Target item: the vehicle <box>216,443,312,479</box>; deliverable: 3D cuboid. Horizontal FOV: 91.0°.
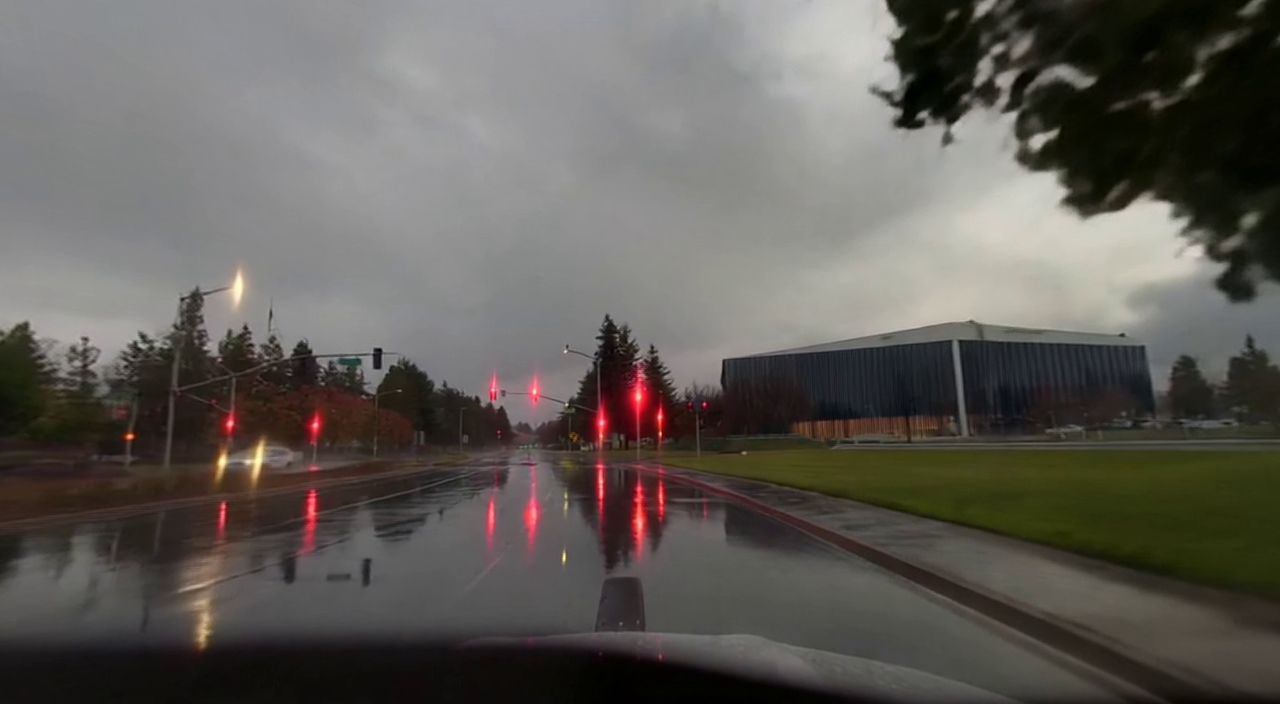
[{"bbox_3d":[-18.440,5.361,31.165,1.870,1.594,4.447,0,-9,2],"label":"vehicle"}]
